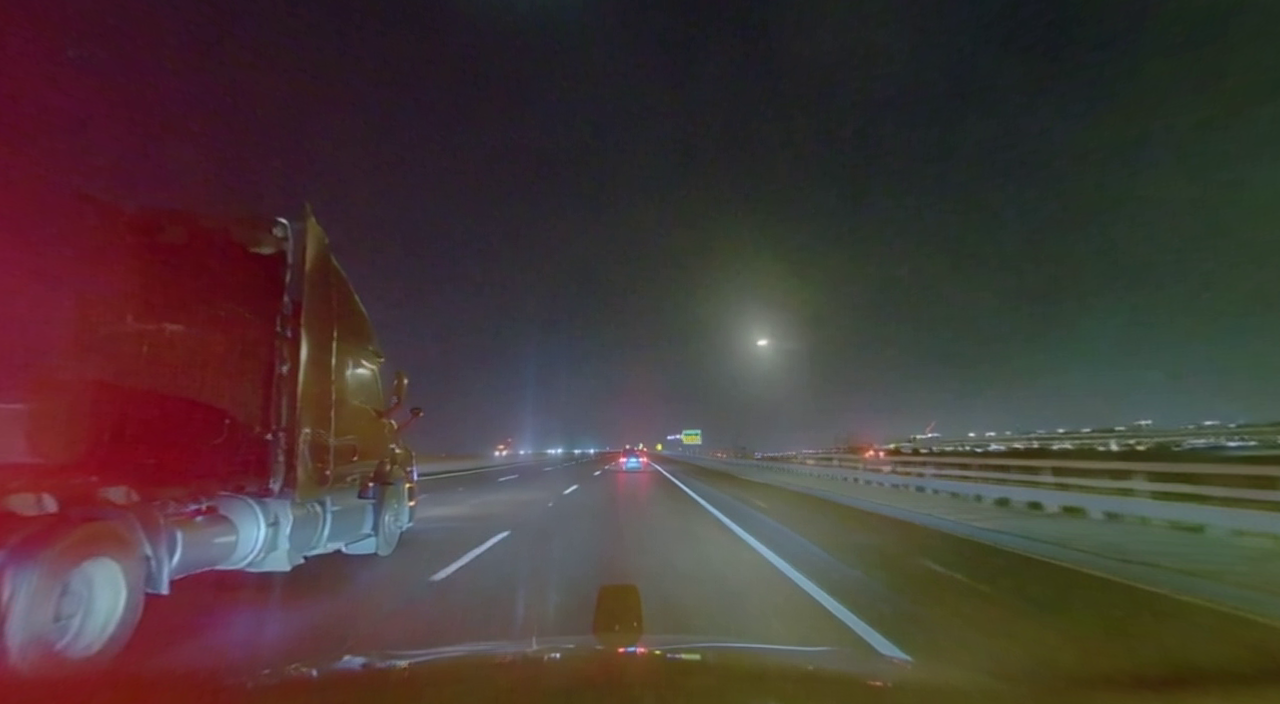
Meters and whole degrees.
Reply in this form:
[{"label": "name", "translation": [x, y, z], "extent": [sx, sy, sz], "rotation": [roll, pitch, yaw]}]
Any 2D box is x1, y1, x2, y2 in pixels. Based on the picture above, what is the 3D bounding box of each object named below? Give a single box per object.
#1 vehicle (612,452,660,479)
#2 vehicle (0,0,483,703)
[{"label": "vehicle", "translation": [-0.248, 6.198, 34.551], "extent": [2.398, 1.336, 5.698], "rotation": [0, -9, -1]}, {"label": "vehicle", "translation": [-3.994, -0.136, 2.909], "extent": [2.914, 4.039, 14.493], "rotation": [0, -9, 0]}]
